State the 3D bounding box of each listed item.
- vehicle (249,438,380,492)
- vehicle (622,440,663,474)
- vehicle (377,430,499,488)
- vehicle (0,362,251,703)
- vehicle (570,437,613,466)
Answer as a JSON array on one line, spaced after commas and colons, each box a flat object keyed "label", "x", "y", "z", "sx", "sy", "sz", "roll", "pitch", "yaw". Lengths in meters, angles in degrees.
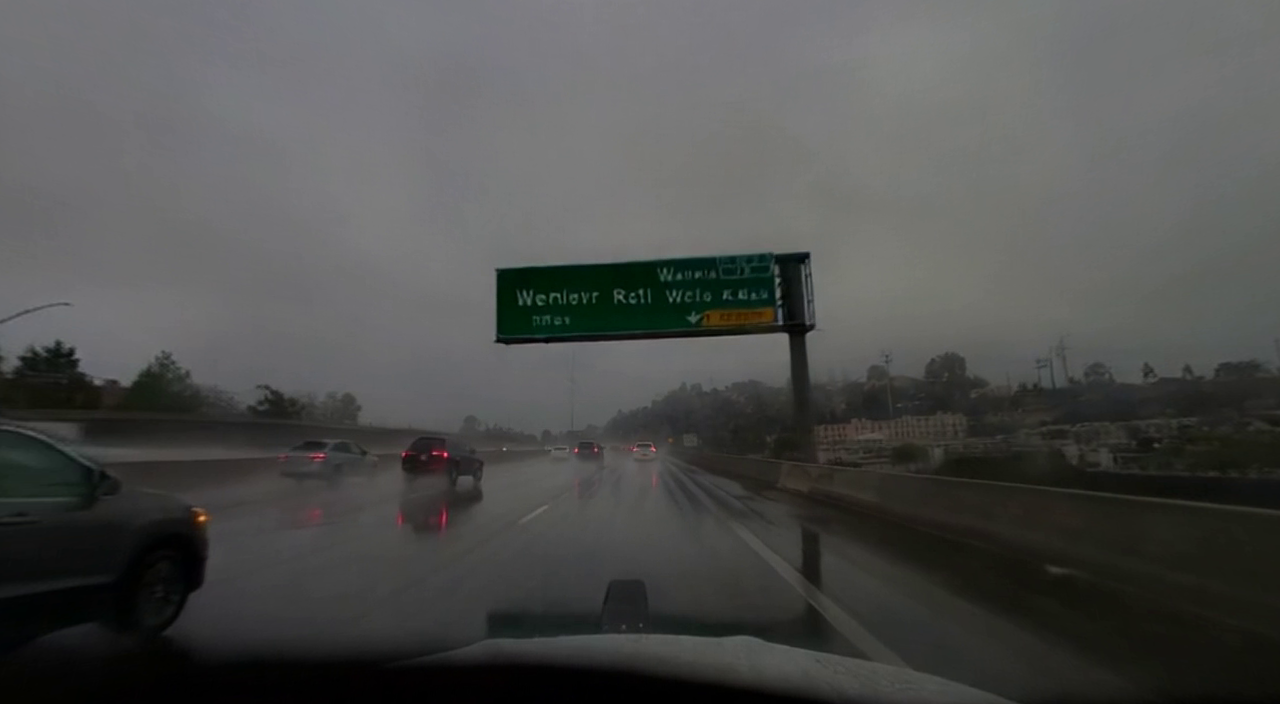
[{"label": "vehicle", "x": -11.525, "y": 4.006, "z": 22.822, "sx": 2.187, "sy": 1.726, "sz": 4.634, "roll": 0, "pitch": -9, "yaw": 1}, {"label": "vehicle", "x": 0.134, "y": 5.803, "z": 35.119, "sx": 2.135, "sy": 1.697, "sz": 4.757, "roll": 0, "pitch": -8, "yaw": 0}, {"label": "vehicle", "x": -7.390, "y": 4.019, "z": 24.001, "sx": 2.521, "sy": 1.901, "sz": 5.988, "roll": 0, "pitch": -8, "yaw": 2}, {"label": "vehicle", "x": -4.152, "y": 0.832, "z": 2.445, "sx": 2.136, "sy": 1.718, "sz": 4.873, "roll": 0, "pitch": -9, "yaw": 0}, {"label": "vehicle", "x": -3.622, "y": 7.599, "z": 48.283, "sx": 2.751, "sy": 2.050, "sz": 5.761, "roll": 0, "pitch": -8, "yaw": 1}]
